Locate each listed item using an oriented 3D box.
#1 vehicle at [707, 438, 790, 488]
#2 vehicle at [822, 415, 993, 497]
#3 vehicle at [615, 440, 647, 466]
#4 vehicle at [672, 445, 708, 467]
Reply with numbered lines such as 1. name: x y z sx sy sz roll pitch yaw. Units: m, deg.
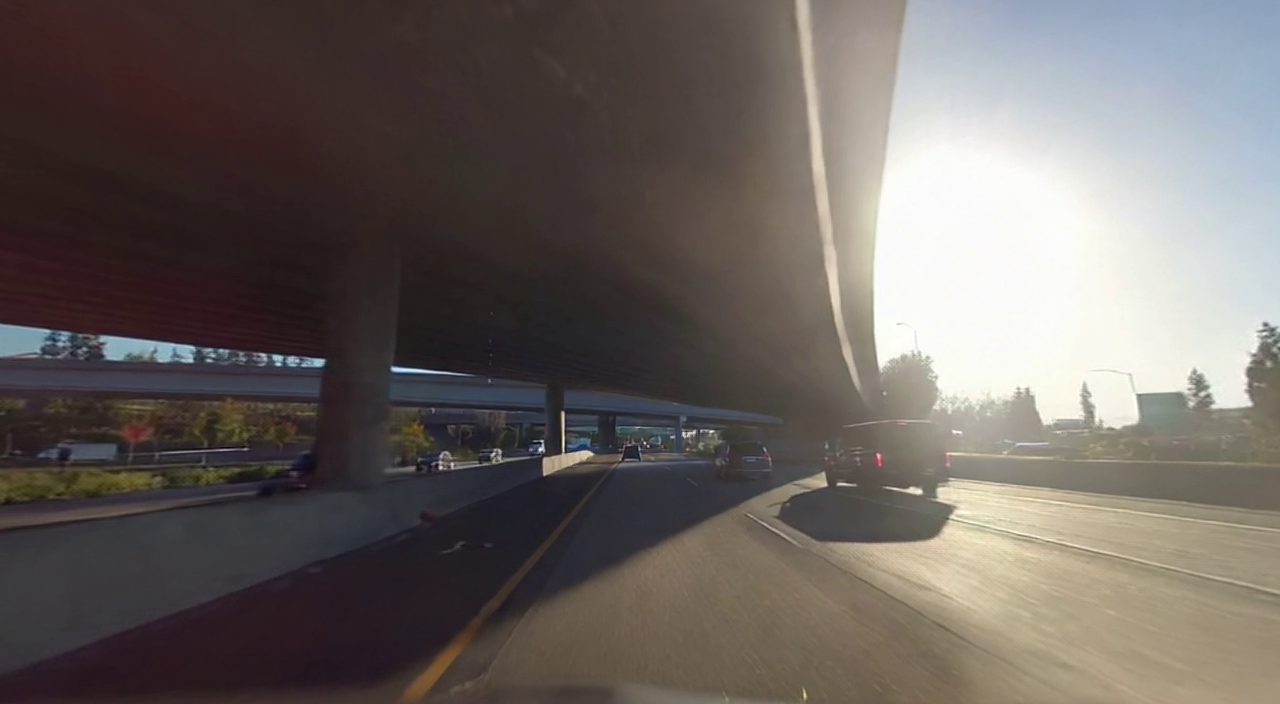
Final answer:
1. vehicle: 3.812 3.984 23.064 2.005 1.585 4.863 0 -9 -2
2. vehicle: 7.655 3.084 19.067 2.448 2.042 5.959 0 -9 -1
3. vehicle: -0.689 7.418 46.483 2.256 1.743 4.189 0 -9 -1
4. vehicle: 3.403 7.240 44.084 1.967 1.423 4.503 0 -9 -2
